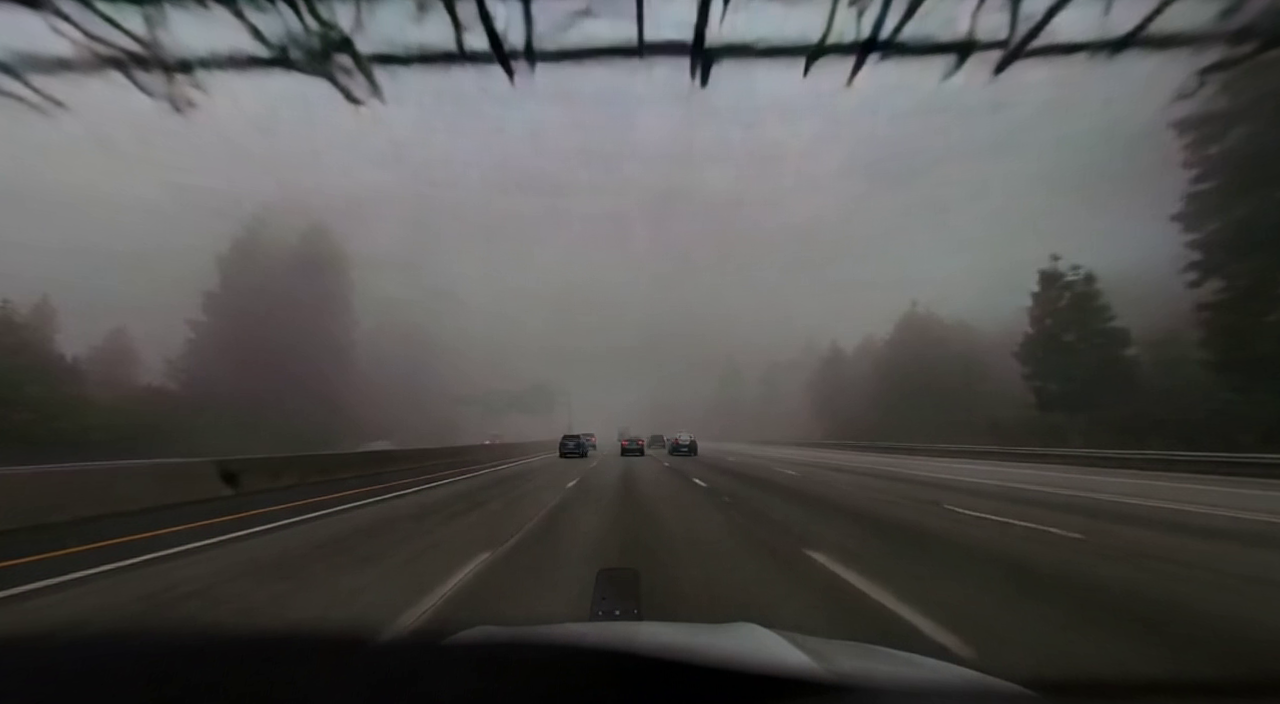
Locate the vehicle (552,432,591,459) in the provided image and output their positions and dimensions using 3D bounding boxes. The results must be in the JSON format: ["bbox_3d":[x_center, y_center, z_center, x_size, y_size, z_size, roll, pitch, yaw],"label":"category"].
[{"bbox_3d":[-4.343,5.962,40.440,2.119,1.629,3.946,0,-8,-2],"label":"vehicle"}]

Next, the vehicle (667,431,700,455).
[{"bbox_3d":[3.181,6.742,46.781,2.066,1.673,4.225,0,-8,-2],"label":"vehicle"}]
